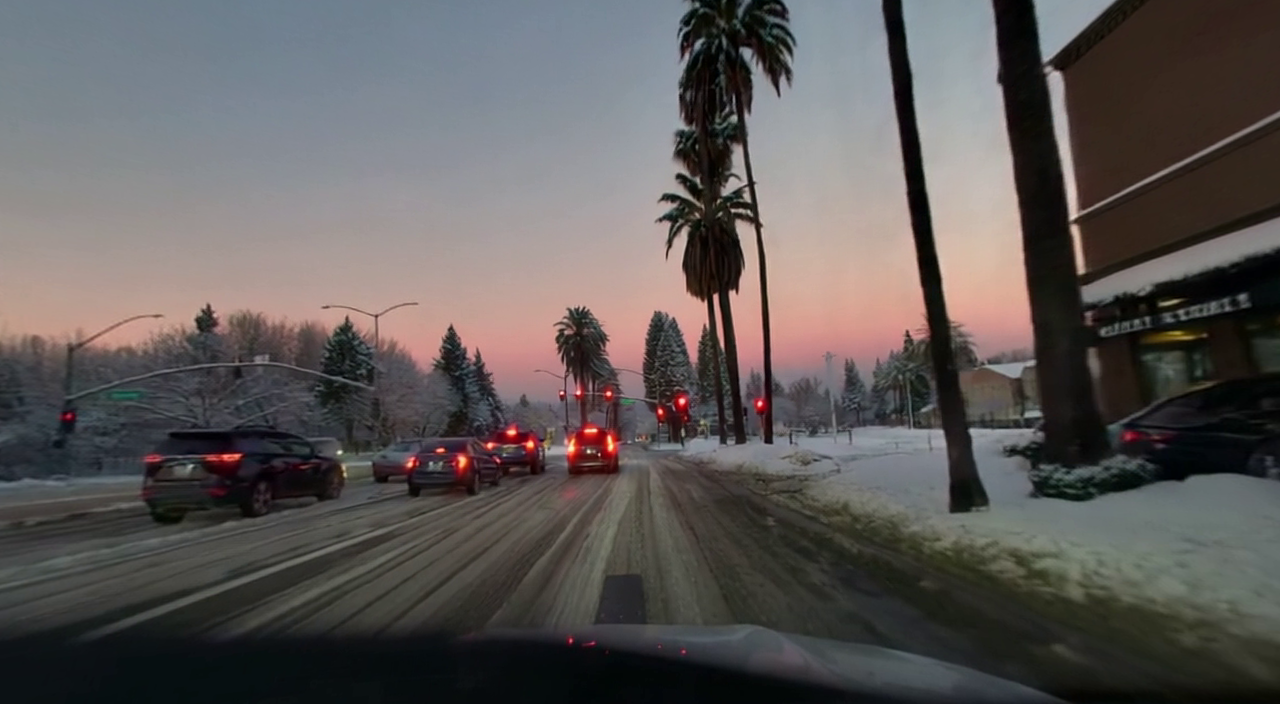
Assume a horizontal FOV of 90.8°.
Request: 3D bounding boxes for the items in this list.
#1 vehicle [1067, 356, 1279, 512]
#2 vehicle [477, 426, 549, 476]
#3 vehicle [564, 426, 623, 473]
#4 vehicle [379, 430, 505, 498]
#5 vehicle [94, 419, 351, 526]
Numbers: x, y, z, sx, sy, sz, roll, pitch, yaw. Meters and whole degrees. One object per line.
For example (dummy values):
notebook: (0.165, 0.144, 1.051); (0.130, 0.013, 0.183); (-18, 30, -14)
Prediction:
vehicle: (9.467, 1.194, 9.224); (4.774, 1.975, 2.245); (0, -9, -2)
vehicle: (-5.179, 4.126, 26.462); (2.025, 1.862, 4.804); (0, -9, 0)
vehicle: (-1.816, 4.003, 26.058); (2.153, 1.759, 4.320); (0, -9, -1)
vehicle: (-5.139, 2.973, 17.178); (1.885, 1.567, 4.775); (0, -9, 0)
vehicle: (-8.494, 2.494, 13.668); (2.178, 1.864, 5.005); (0, -9, -1)
